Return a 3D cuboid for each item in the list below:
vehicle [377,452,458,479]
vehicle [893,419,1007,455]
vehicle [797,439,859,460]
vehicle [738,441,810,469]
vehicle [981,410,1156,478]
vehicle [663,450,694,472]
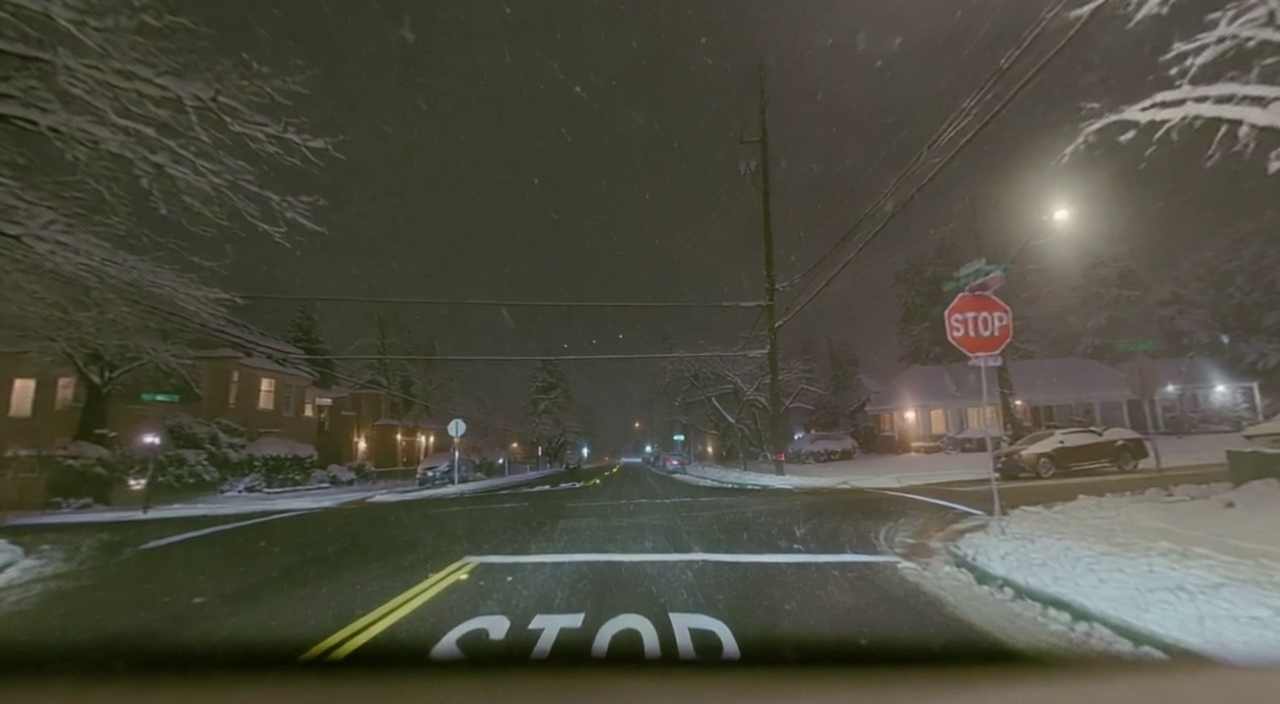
[{"bbox_3d":[-12.537,6.405,35.739,3.937,1.390,1.644,0,-7,-1],"label":"vehicle"},{"bbox_3d":[14.791,4.140,30.428,1.960,1.584,4.669,3,-9,-23],"label":"vehicle"},{"bbox_3d":[13.619,7.020,45.659,4.032,1.444,1.747,3,-9,-23],"label":"vehicle"},{"bbox_3d":[9.216,7.137,43.557,4.399,1.537,1.859,4,-20,-21],"label":"vehicle"},{"bbox_3d":[14.924,3.237,22.107,4.788,1.875,2.148,1,-20,-16],"label":"vehicle"},{"bbox_3d":[2.934,8.483,49.248,2.000,1.560,4.487,0,-8,-2],"label":"vehicle"}]
